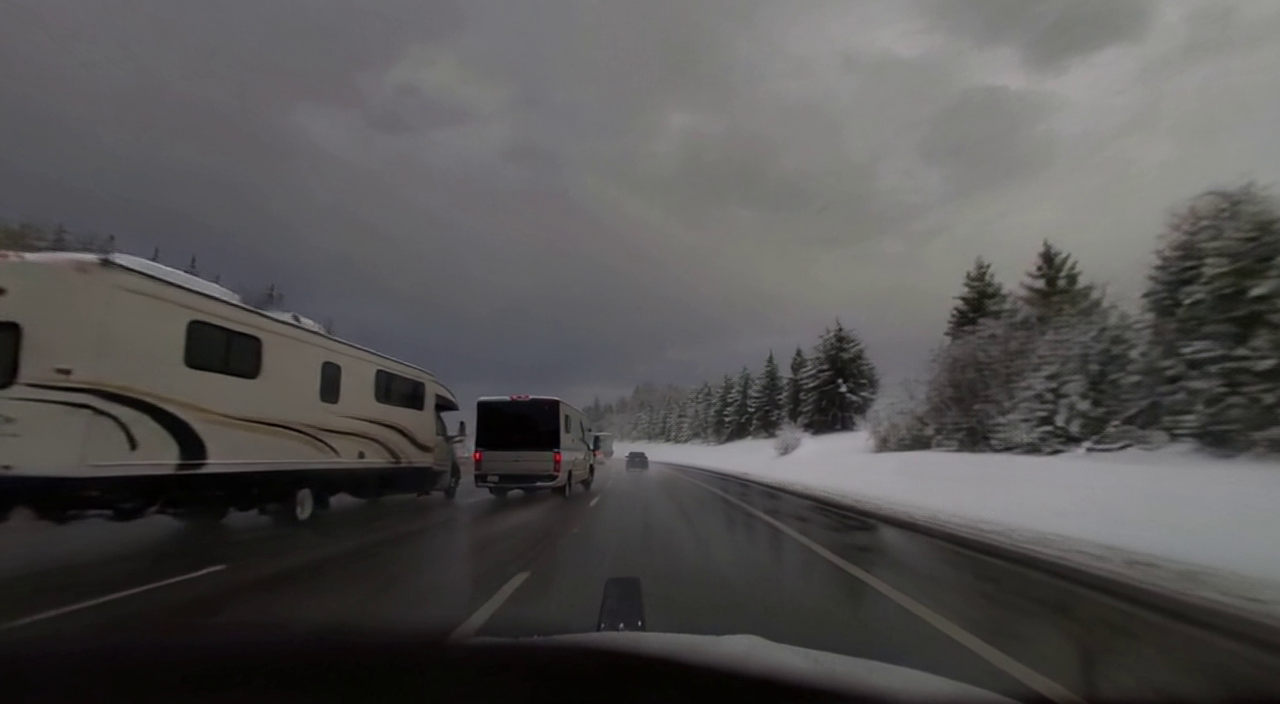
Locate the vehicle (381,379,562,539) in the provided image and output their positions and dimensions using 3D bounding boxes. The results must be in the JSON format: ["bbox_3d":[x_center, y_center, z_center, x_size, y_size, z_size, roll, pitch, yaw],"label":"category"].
[{"bbox_3d":[-2.974,2.025,12.206,2.331,2.583,3.743,-1,-9,2],"label":"vehicle"}]

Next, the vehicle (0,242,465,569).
[{"bbox_3d":[-7.631,1.687,14.885,2.929,4.010,14.446,0,-9,0],"label":"vehicle"}]
